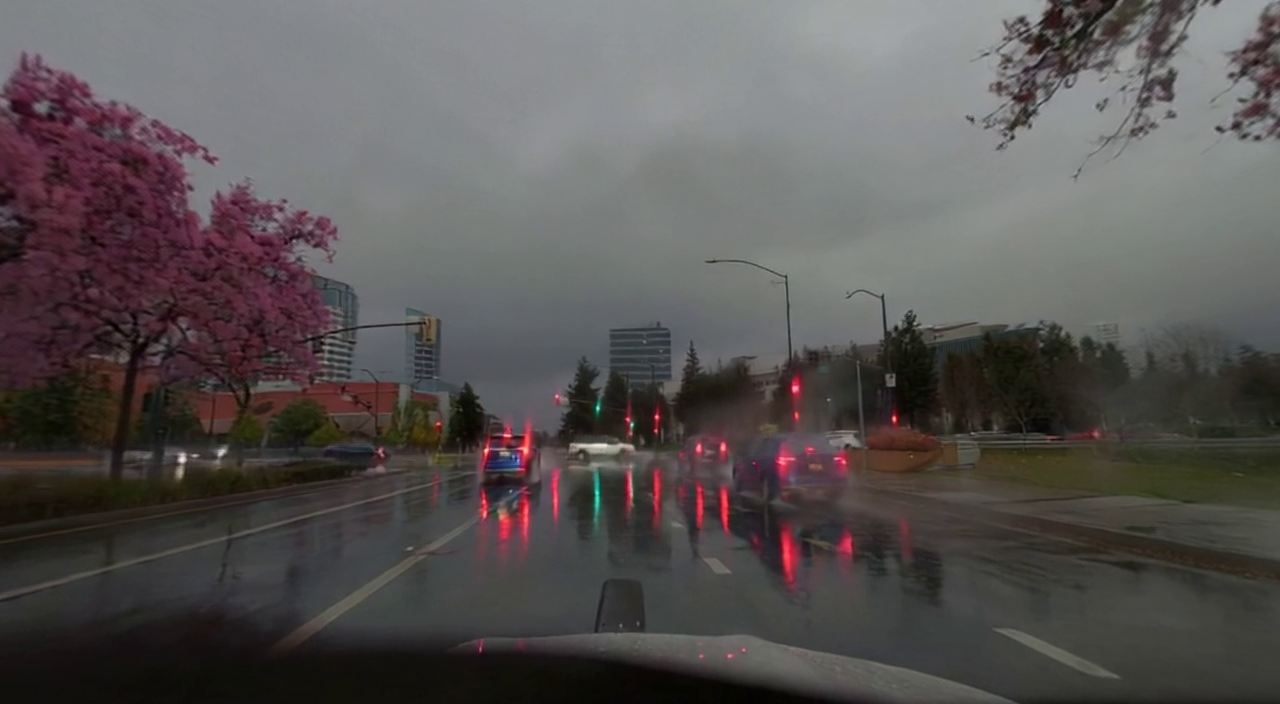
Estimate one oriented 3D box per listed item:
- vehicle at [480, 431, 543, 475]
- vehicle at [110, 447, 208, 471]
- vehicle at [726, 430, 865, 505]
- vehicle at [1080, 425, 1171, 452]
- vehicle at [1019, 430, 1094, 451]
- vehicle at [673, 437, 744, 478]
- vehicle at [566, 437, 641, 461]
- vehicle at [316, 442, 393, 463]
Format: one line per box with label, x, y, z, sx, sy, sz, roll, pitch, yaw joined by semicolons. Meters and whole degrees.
vehicle;-5.361;4.278;26.964;1.995;1.703;4.367;0;-8;-3
vehicle;-30.474;6.778;40.124;4.526;1.452;1.920;0;-8;-4
vehicle;3.546;2.730;15.366;2.019;1.518;4.285;0;-9;-4
vehicle;31.629;5.650;41.230;4.520;1.640;1.825;0;-9;-4
vehicle;29.521;6.297;44.868;4.097;1.436;1.739;0;-8;-3
vehicle;2.549;4.085;24.707;2.007;1.466;4.291;0;-8;-4
vehicle;-2.418;6.454;42.101;4.829;1.470;1.874;0;-8;-4
vehicle;-19.937;7.021;44.256;4.549;1.439;1.794;0;-9;-4
